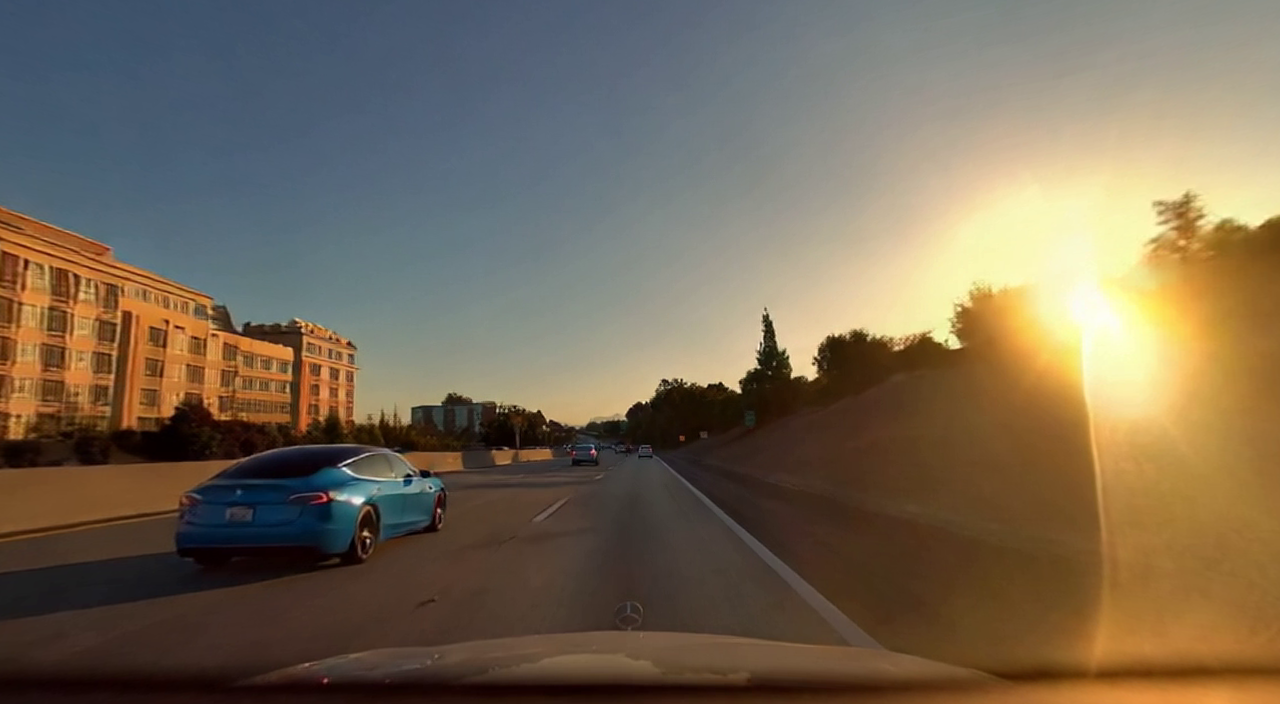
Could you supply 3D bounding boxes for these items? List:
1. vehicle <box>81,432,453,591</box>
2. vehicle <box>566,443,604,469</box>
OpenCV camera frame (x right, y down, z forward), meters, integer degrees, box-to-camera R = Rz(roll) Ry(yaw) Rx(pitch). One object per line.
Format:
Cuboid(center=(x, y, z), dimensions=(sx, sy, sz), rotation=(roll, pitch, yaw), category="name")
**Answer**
Cuboid(center=(-4.153, 1.818, 8.134), dimensions=(2.083, 1.471, 4.350), rotation=(0, -8, 1), category="vehicle")
Cuboid(center=(-3.310, 6.355, 38.797), dimensions=(1.926, 1.464, 4.186), rotation=(0, -8, 1), category="vehicle")
